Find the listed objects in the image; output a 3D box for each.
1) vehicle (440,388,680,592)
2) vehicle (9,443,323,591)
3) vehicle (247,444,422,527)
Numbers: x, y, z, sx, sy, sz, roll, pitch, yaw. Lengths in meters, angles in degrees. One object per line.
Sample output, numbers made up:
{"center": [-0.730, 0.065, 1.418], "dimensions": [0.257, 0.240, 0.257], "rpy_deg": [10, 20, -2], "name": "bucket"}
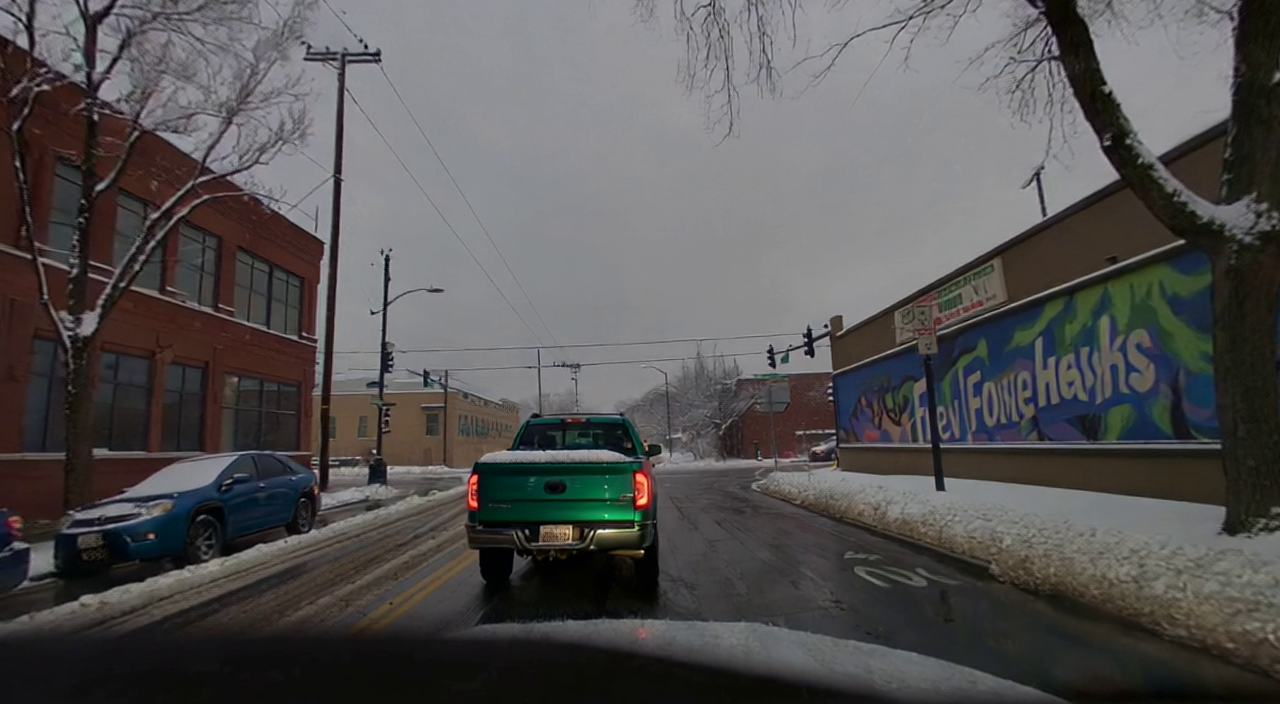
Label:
{"center": [-0.708, 1.617, 8.231], "dimensions": [2.215, 1.882, 4.611], "rpy_deg": [0, -8, 1], "name": "vehicle"}
{"center": [-7.208, 2.438, 10.373], "dimensions": [1.882, 1.686, 4.489], "rpy_deg": [-5, -8, -3], "name": "vehicle"}
{"center": [-7.396, 3.222, 16.055], "dimensions": [1.884, 1.730, 5.076], "rpy_deg": [0, -8, 0], "name": "vehicle"}
